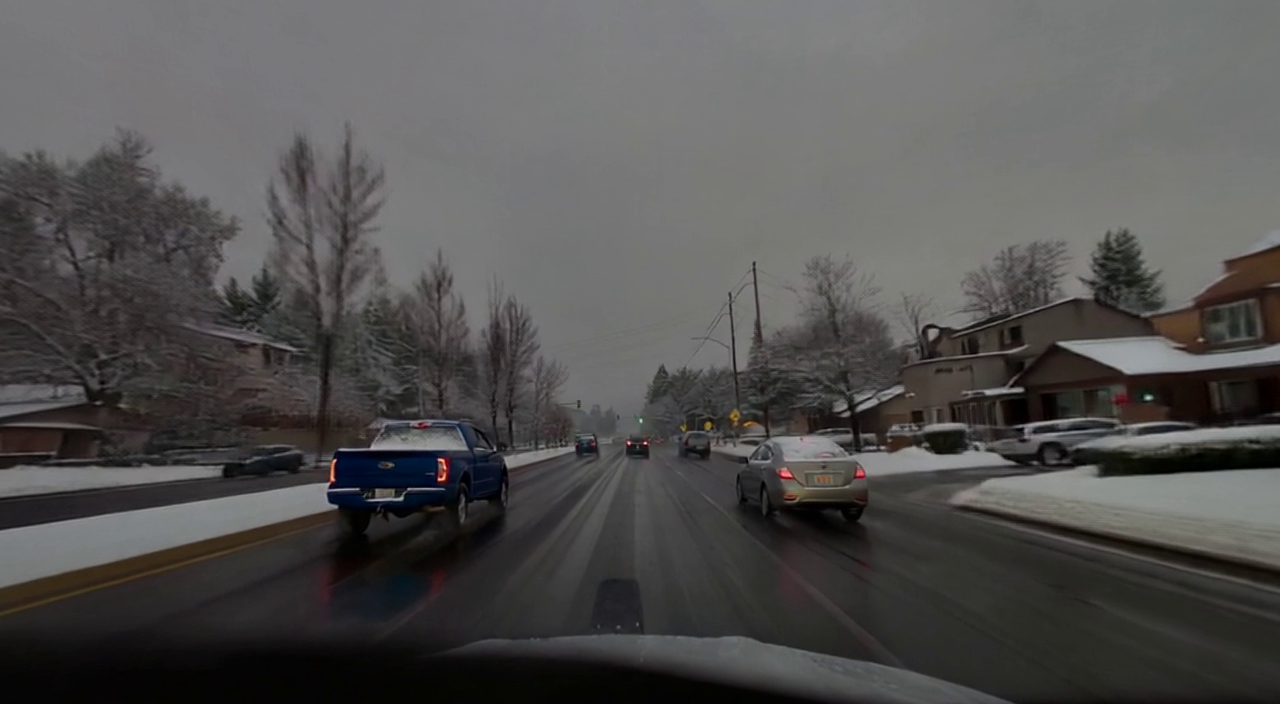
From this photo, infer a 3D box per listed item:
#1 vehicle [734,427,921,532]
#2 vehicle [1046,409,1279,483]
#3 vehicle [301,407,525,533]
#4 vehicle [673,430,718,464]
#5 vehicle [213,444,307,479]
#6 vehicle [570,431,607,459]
[{"bbox_3d":[2.952,2.091,11.032,1.884,1.463,4.195,0,-8,-1],"label":"vehicle"},{"bbox_3d":[14.033,2.529,17.112,4.647,1.841,2.009,0,-8,-2],"label":"vehicle"},{"bbox_3d":[-3.644,2.008,11.489,2.111,1.745,5.274,0,-8,0],"label":"vehicle"},{"bbox_3d":[3.154,5.489,36.818,2.099,1.845,4.363,0,-8,-2],"label":"vehicle"},{"bbox_3d":[-18.318,5.246,30.691,1.841,1.554,4.260,0,-8,1],"label":"vehicle"},{"bbox_3d":[-3.517,6.452,44.000,2.218,1.829,4.492,0,-8,0],"label":"vehicle"}]
